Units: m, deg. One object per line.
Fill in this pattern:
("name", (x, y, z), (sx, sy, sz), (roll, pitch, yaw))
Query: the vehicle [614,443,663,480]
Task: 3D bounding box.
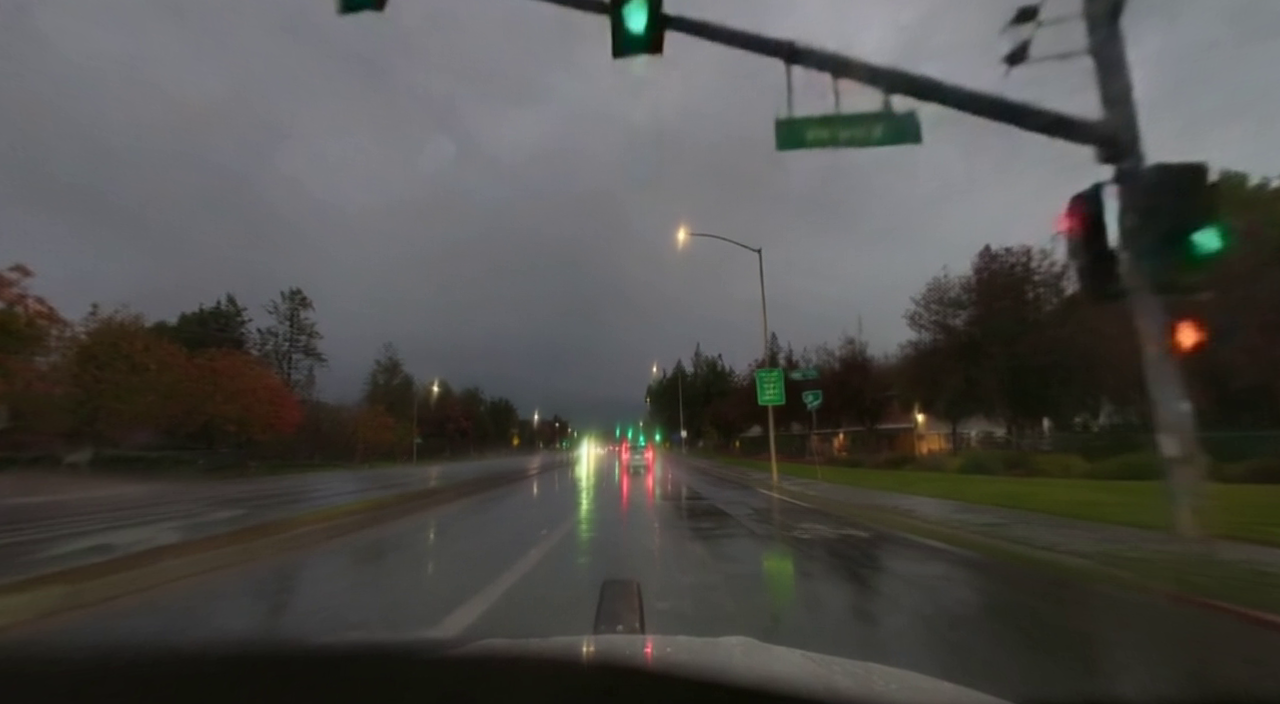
("vehicle", (-0.067, 4.659, 27.029), (1.954, 1.469, 3.465), (0, -8, 0))
